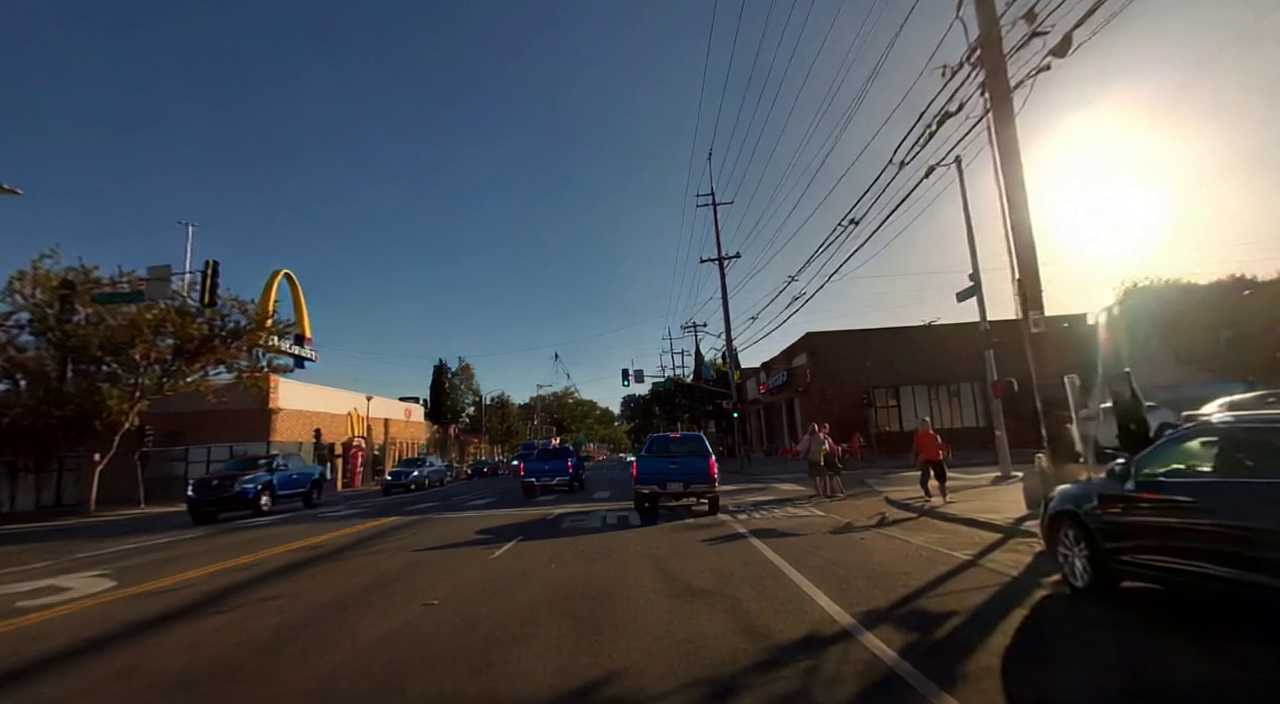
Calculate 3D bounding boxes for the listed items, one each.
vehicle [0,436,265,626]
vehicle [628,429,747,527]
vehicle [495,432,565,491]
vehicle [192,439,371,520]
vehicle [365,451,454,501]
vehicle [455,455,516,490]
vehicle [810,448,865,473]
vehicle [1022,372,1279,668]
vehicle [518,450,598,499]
[{"bbox_3d":[-6.263,1.666,6.465,1.994,1.551,4.414,0,-9,1],"label":"vehicle"},{"bbox_3d":[1.057,2.583,13.514,2.089,1.699,4.650,-1,-9,6],"label":"vehicle"},{"bbox_3d":[-6.066,6.157,35.827,2.619,2.948,7.193,0,-9,0],"label":"vehicle"},{"bbox_3d":[-9.853,3.509,18.023,2.081,1.925,5.632,1,-9,-4],"label":"vehicle"},{"bbox_3d":[-9.170,4.928,25.476,1.961,1.814,4.418,0,-9,-1],"label":"vehicle"},{"bbox_3d":[-9.399,7.349,38.823,2.231,1.902,5.775,0,-9,0],"label":"vehicle"},{"bbox_3d":[13.078,7.221,42.070,2.075,1.556,4.585,1,-9,-2],"label":"vehicle"},{"bbox_3d":[5.001,1.121,4.376,1.974,1.823,4.576,0,-9,3],"label":"vehicle"},{"bbox_3d":[-2.848,4.390,22.984,1.995,1.554,4.618,0,-9,4],"label":"vehicle"}]
